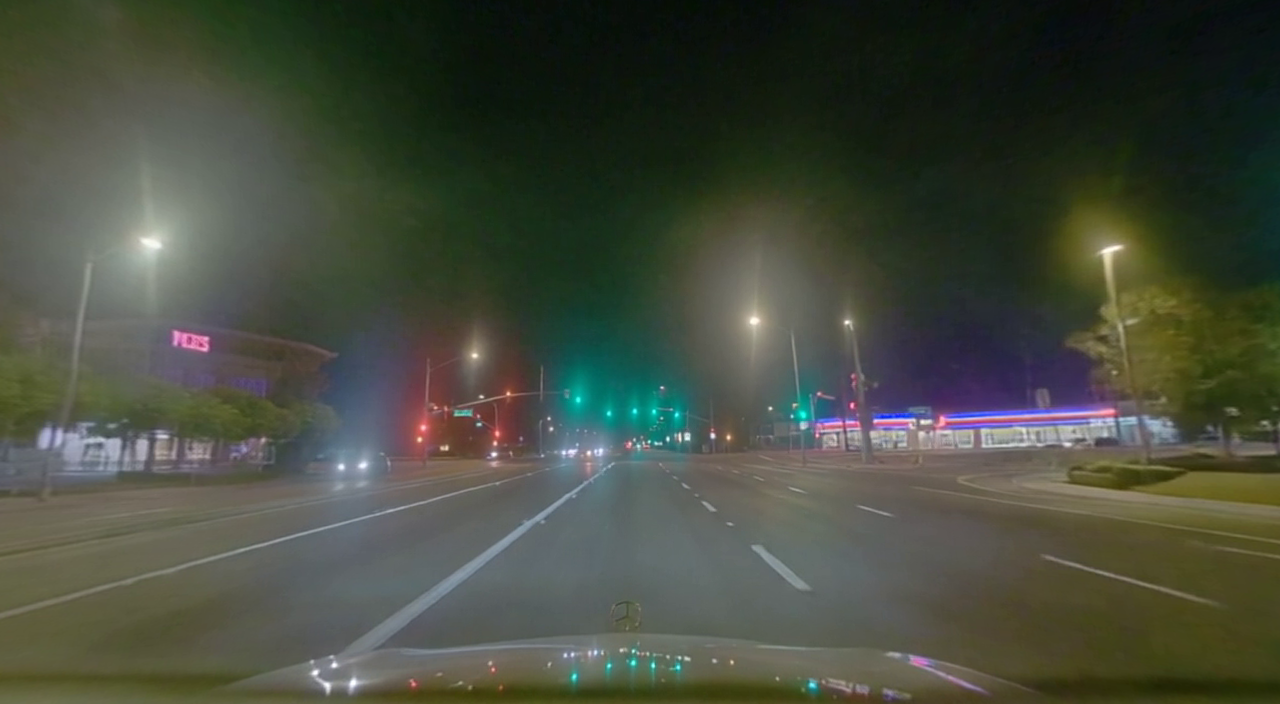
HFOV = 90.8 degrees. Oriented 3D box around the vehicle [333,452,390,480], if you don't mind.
[{"bbox_3d":[-16.204,6.619,37.048,1.930,1.473,4.480,1,-8,-9],"label":"vehicle"}]
